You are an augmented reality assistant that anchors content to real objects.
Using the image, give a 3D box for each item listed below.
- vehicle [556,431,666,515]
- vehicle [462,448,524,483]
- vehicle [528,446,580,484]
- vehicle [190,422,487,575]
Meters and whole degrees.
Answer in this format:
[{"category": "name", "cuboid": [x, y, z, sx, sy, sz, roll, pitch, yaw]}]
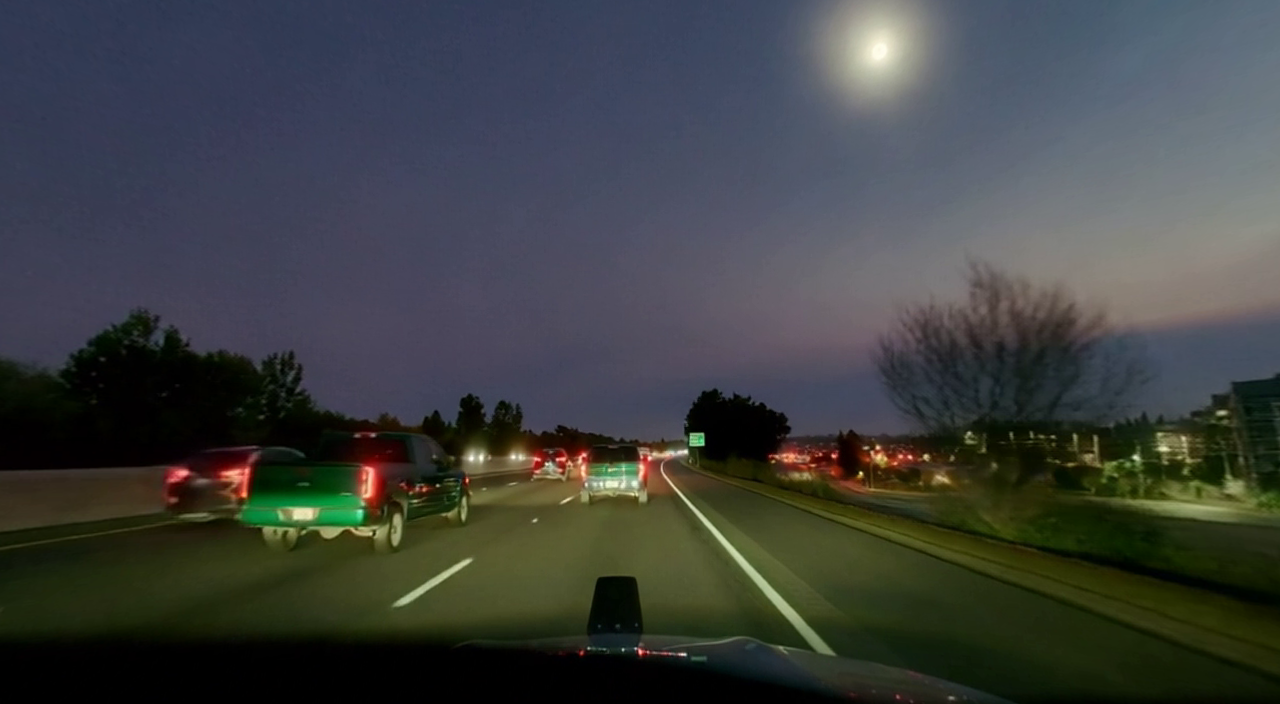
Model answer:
[{"category": "vehicle", "cuboid": [-0.566, 2.867, 15.474, 2.293, 1.753, 4.380, 0, -8, 1]}, {"category": "vehicle", "cuboid": [-7.837, 6.074, 34.169, 2.115, 1.705, 4.843, 0, -8, 1]}, {"category": "vehicle", "cuboid": [-4.361, 5.771, 32.659, 1.991, 1.776, 4.333, 0, -8, 1]}, {"category": "vehicle", "cuboid": [-4.020, 2.031, 9.744, 2.038, 1.704, 5.181, 0, -8, 0]}]
